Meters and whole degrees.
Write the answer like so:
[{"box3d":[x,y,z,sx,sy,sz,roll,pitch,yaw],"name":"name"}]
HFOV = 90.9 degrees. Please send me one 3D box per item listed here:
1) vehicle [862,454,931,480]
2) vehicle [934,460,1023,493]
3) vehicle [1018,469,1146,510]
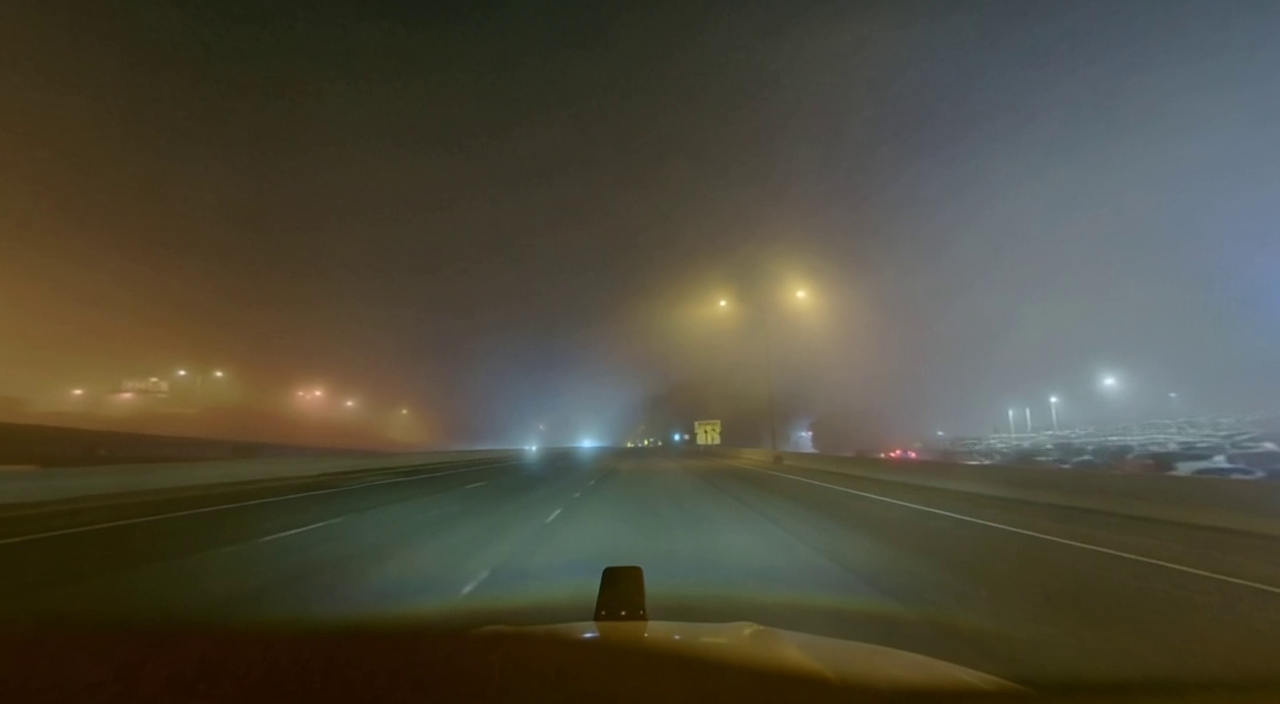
[{"box3d":[16.237,7.289,40.000,3.645,1.402,1.624,-3,-7,4],"name":"vehicle"},{"box3d":[17.017,6.255,31.813,3.446,1.394,1.733,-3,-8,-1],"name":"vehicle"},{"box3d":[16.147,5.032,23.149,3.437,1.354,1.595,0,-9,1],"name":"vehicle"}]
